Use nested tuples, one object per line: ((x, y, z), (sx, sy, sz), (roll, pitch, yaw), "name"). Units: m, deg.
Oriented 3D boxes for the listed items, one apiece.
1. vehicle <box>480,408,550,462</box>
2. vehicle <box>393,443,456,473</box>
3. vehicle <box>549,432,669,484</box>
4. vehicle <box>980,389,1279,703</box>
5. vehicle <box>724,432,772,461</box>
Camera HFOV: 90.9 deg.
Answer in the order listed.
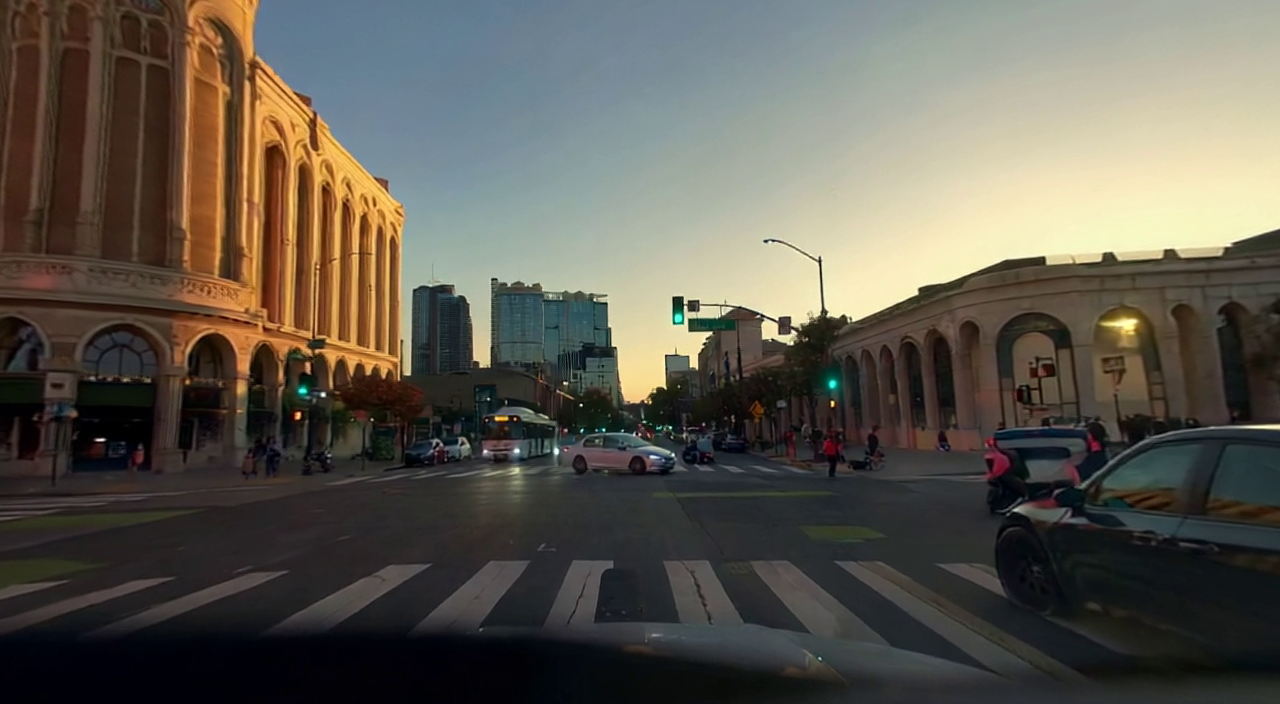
((-8.728, 6.058, 45.411), (2.916, 3.427, 10.189), (0, -8, 0), "vehicle")
((-11.952, 5.883, 35.272), (1.998, 1.505, 4.405), (0, -8, 0), "vehicle")
((-1.246, 3.488, 21.387), (2.050, 1.465, 5.388), (2, -8, -27), "vehicle")
((4.121, 1.116, 4.148), (2.006, 1.495, 4.271), (-2, -8, 10), "vehicle")
((6.230, 5.502, 36.824), (1.926, 1.574, 3.961), (0, -8, -2), "vehicle")
